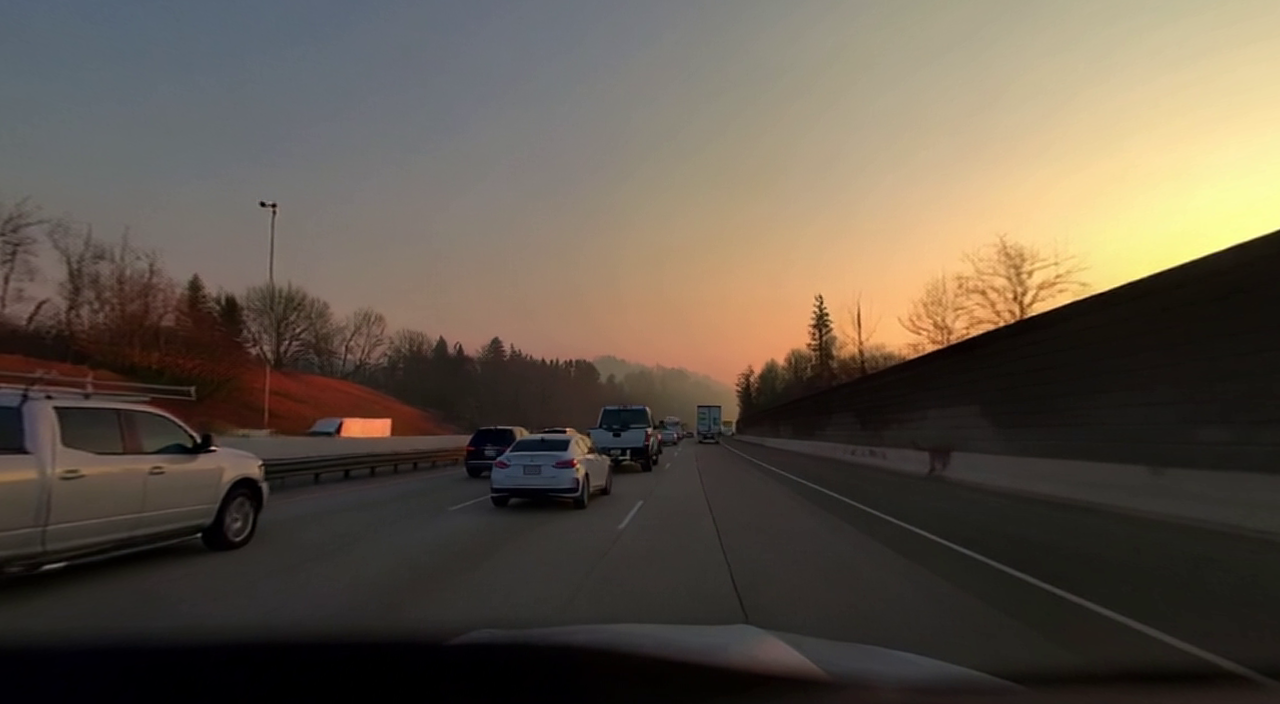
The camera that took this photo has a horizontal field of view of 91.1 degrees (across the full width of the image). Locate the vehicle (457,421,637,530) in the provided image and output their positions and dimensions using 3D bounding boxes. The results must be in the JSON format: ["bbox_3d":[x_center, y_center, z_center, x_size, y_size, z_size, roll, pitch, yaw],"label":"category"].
[{"bbox_3d":[-1.303,1.990,10.825,2.089,1.485,4.153,-1,-8,6],"label":"vehicle"}]

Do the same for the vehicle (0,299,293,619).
[{"bbox_3d":[-6.072,0.921,5.565,2.386,2.435,5.831,-1,-8,3],"label":"vehicle"}]

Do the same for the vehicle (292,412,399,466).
[{"bbox_3d":[-18.653,5.593,40.469,2.622,3.151,7.753,-1,-8,4],"label":"vehicle"}]
